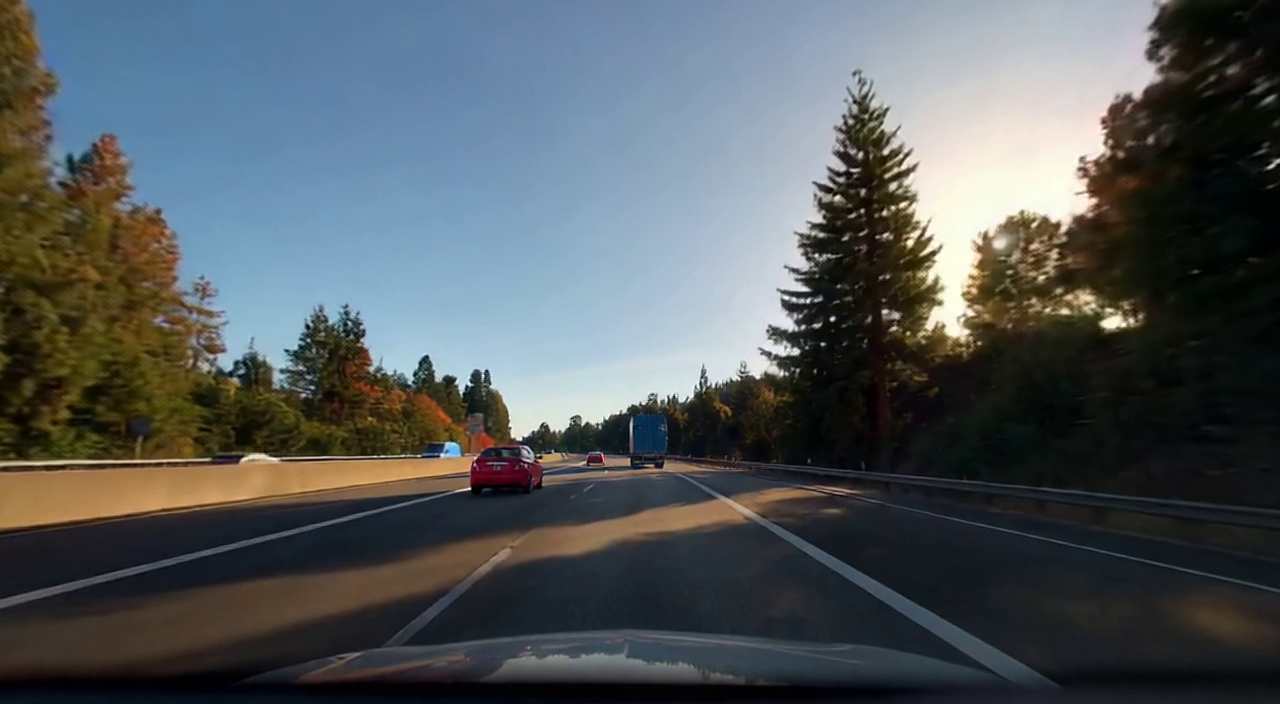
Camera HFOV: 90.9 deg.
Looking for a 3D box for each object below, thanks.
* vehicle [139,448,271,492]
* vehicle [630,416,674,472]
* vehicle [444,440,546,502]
[{"bbox_3d":[-16.171,4.361,23.733,1.898,1.482,4.196,0,-9,1],"label":"vehicle"},{"bbox_3d":[0.755,6.675,45.684,2.893,3.628,9.081,0,-9,0],"label":"vehicle"},{"bbox_3d":[-4.080,3.397,18.404,1.977,1.602,3.944,0,-9,1],"label":"vehicle"}]
